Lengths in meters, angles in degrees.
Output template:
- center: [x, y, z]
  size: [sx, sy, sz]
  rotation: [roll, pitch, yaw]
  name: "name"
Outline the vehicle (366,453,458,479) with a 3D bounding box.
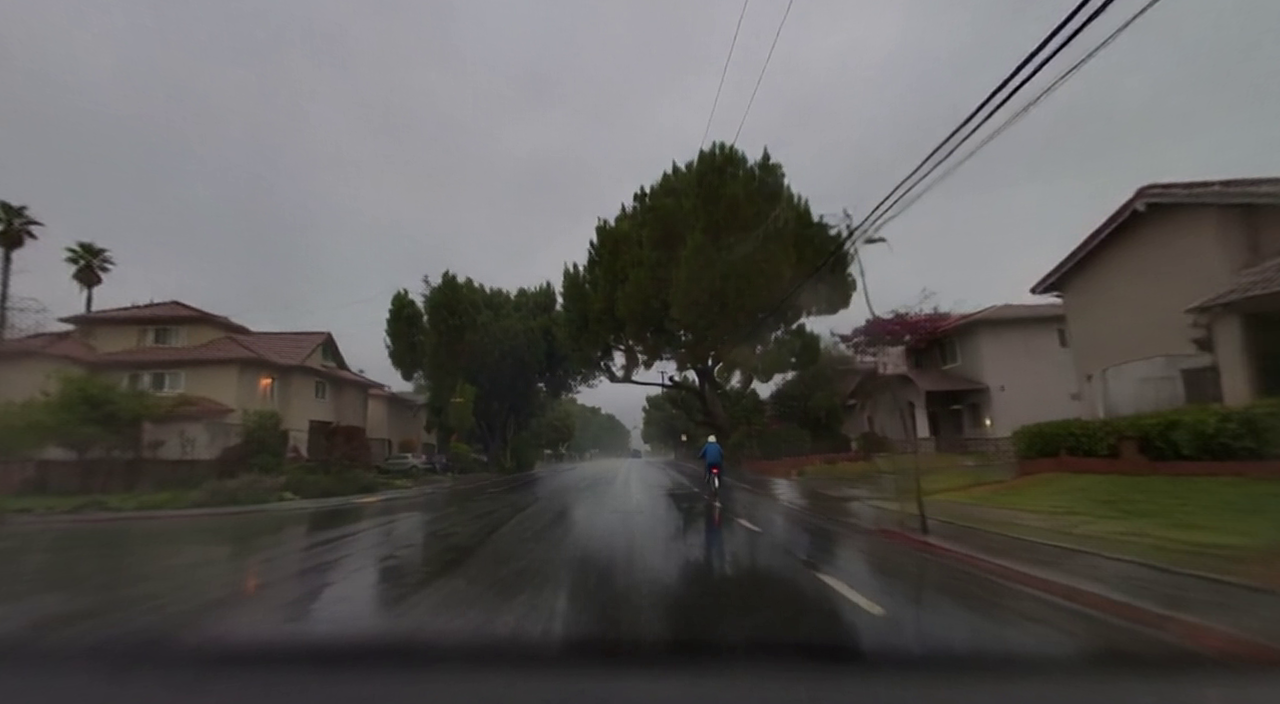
- center: [-13.385, 6.735, 37.360]
  size: [4.717, 1.465, 1.887]
  rotation: [0, -9, -4]
  name: "vehicle"
